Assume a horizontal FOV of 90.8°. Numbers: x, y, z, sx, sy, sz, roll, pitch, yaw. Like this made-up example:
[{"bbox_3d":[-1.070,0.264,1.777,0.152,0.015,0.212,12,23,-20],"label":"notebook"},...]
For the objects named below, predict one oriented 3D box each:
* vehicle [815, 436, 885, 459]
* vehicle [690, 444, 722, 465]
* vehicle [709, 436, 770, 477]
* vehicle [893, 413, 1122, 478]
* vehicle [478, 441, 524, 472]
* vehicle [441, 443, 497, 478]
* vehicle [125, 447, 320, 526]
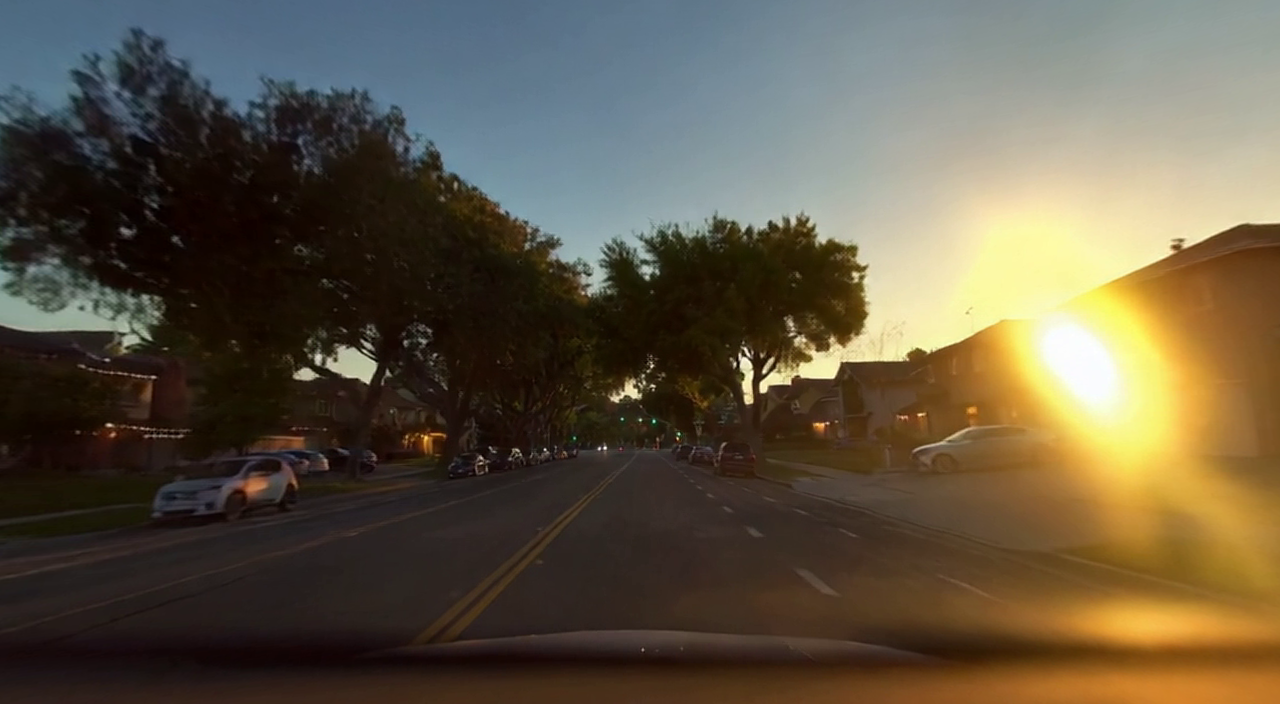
[{"bbox_3d":[13.885,6.329,41.989,3.966,1.500,1.998,0,-8,2],"label":"vehicle"},{"bbox_3d":[4.767,7.492,46.333,1.908,1.477,4.920,0,-8,1],"label":"vehicle"},{"bbox_3d":[4.903,5.227,31.833,2.215,1.886,4.577,0,-8,-1],"label":"vehicle"},{"bbox_3d":[12.842,3.337,22.461,6.619,1.884,2.225,-3,-9,1],"label":"vehicle"},{"bbox_3d":[-10.210,7.714,46.879,2.225,2.037,5.158,-4,-8,0],"label":"vehicle"},{"bbox_3d":[-10.276,6.579,38.347,2.117,1.865,4.570,-2,-10,0],"label":"vehicle"},{"bbox_3d":[-10.593,3.429,16.564,2.082,1.661,4.403,-3,-10,1],"label":"vehicle"}]
